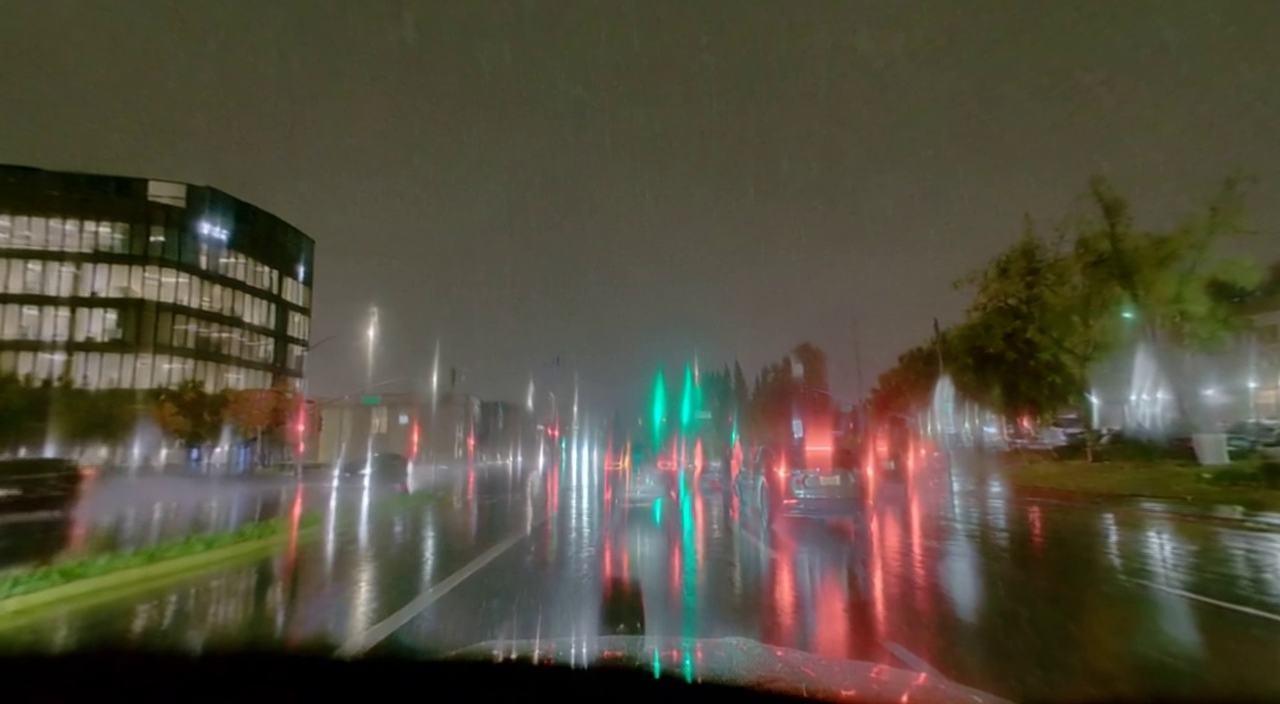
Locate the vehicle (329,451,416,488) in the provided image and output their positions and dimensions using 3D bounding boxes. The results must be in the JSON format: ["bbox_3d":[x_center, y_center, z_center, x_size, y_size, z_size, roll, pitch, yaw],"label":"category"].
[{"bbox_3d":[-12.369,5.446,29.571,2.020,1.533,4.620,0,-8,0],"label":"vehicle"}]

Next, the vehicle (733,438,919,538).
[{"bbox_3d":[3.147,2.383,11.841,1.995,1.483,4.533,0,-8,-2],"label":"vehicle"}]

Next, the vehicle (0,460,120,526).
[{"bbox_3d":[-16.304,3.619,16.447,1.864,1.489,4.346,0,-8,-1],"label":"vehicle"}]

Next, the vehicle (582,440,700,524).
[{"bbox_3d":[-0.032,2.618,13.393,2.105,1.474,4.127,0,-8,-1],"label":"vehicle"}]
